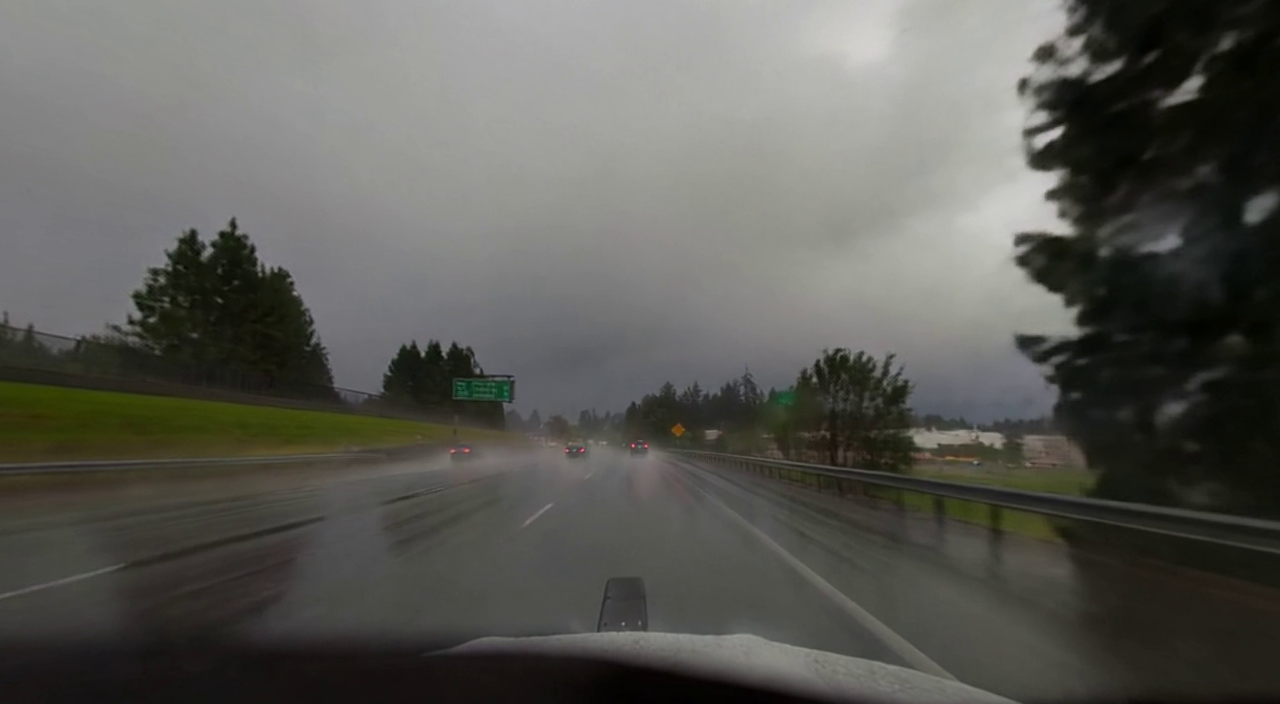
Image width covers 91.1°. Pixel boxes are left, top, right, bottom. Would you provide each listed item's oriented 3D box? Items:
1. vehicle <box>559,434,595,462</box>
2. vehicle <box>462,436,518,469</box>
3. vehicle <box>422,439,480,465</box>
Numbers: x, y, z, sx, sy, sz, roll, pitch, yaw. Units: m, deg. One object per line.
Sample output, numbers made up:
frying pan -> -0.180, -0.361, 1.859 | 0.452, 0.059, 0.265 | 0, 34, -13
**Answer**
vehicle -> -4.345, 6.691, 43.946 | 2.138, 1.833, 4.622 | 0, -8, -1
vehicle -> -8.035, 5.409, 34.025 | 2.015, 1.651, 4.432 | 0, -8, -1
vehicle -> -11.679, 6.208, 39.156 | 2.100, 1.537, 5.092 | 0, -8, -1
